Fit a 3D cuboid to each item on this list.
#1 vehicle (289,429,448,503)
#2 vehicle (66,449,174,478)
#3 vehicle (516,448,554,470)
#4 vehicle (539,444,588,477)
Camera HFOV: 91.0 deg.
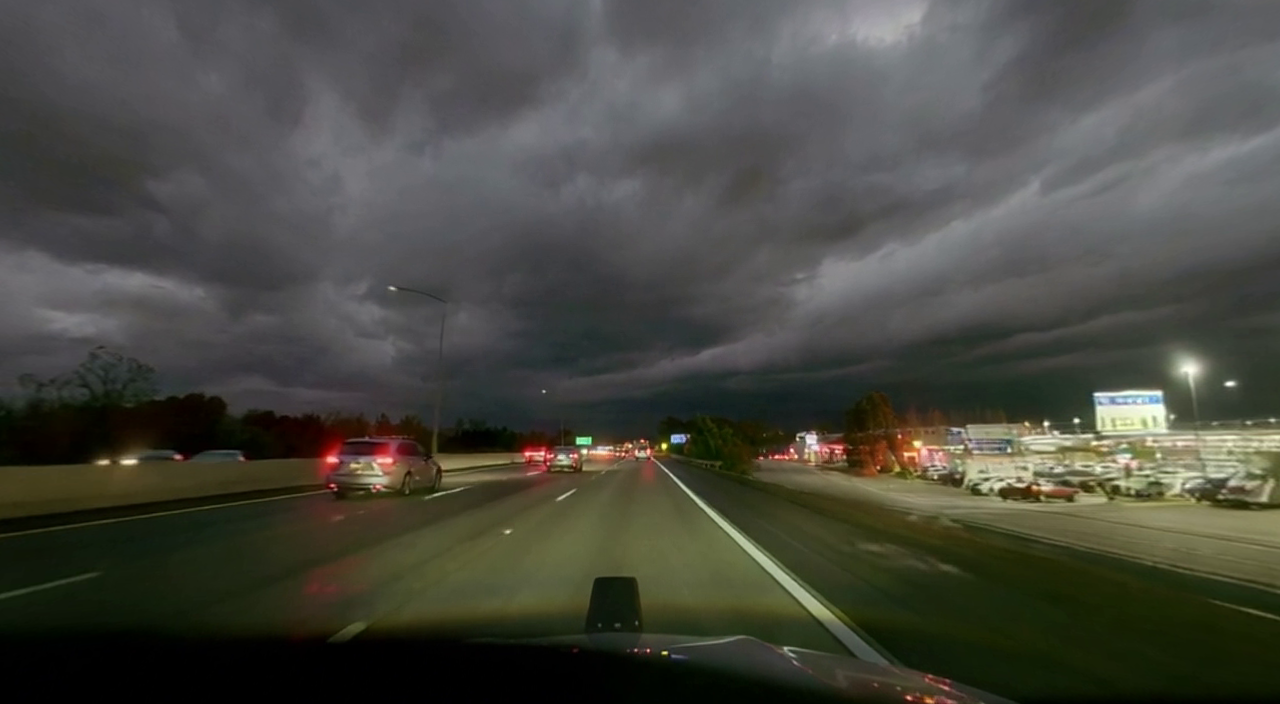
[{"bbox_3d":[-7.515,3.224,18.253,2.159,1.807,5.422,0,-9,0],"label":"vehicle"},{"bbox_3d":[-36.690,7.853,44.721,2.283,1.840,6.279,0,-9,1],"label":"vehicle"},{"bbox_3d":[-7.627,7.794,46.063,1.991,1.538,4.360,0,-9,0],"label":"vehicle"},{"bbox_3d":[-4.044,5.816,33.985,2.070,1.665,4.213,0,-9,1],"label":"vehicle"}]
